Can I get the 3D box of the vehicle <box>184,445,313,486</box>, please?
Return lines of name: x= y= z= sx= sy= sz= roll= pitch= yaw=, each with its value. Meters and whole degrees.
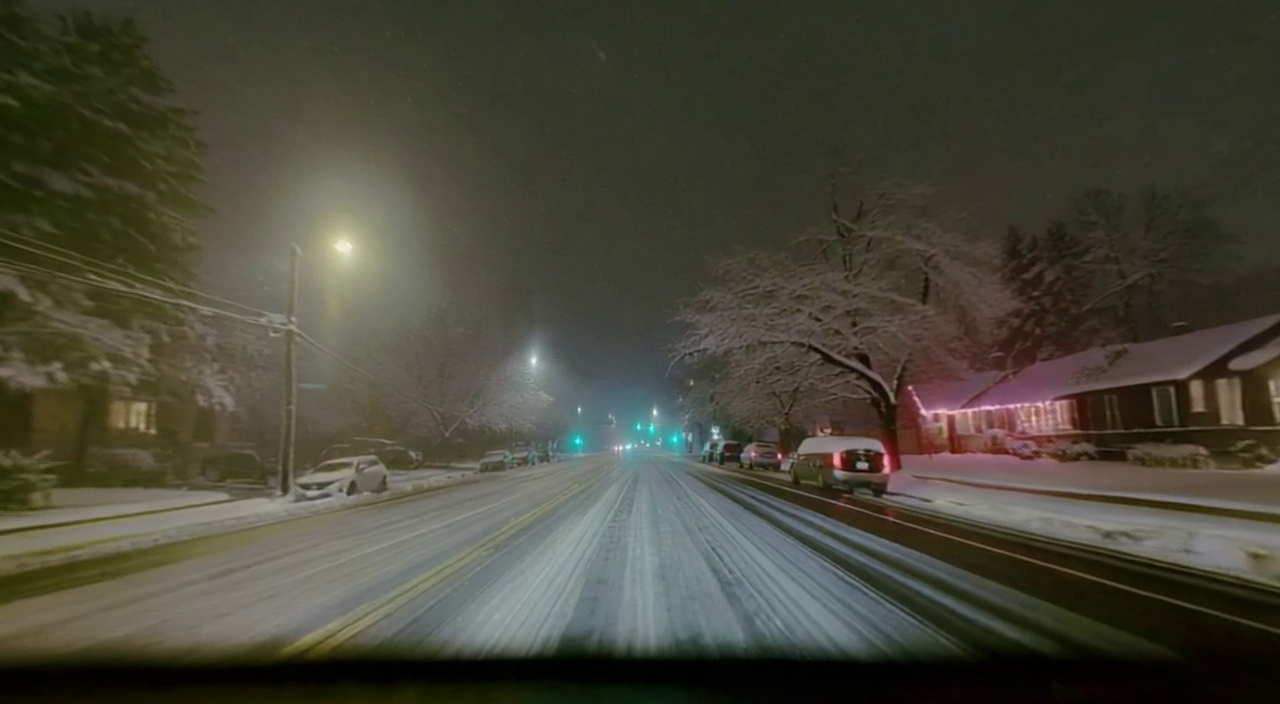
vehicle: x=-18.508 y=5.378 z=30.017 sx=4.699 sy=1.853 sz=2.095 roll=-1 pitch=-8 yaw=2

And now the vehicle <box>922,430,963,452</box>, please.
vehicle: x=22.218 y=6.568 z=46.527 sx=1.859 sy=1.480 sz=4.723 roll=-3 pitch=-8 yaw=15

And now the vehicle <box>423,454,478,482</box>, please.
vehicle: x=-10.758 y=6.594 z=36.131 sx=1.838 sy=1.450 sz=4.317 roll=0 pitch=-8 yaw=0

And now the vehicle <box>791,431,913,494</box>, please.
vehicle: x=7.414 y=3.926 z=22.986 sx=2.224 sy=1.956 sz=6.057 roll=0 pitch=-8 yaw=-1

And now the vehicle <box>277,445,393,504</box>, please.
vehicle: x=-10.723 y=4.319 z=22.626 sx=1.996 sy=1.781 sz=4.139 roll=-3 pitch=-9 yaw=2

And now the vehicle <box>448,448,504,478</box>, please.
vehicle: x=-10.664 y=7.215 z=41.468 sx=2.050 sy=1.769 sz=5.585 roll=-1 pitch=-9 yaw=1

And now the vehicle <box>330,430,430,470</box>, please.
vehicle: x=-20.466 y=7.756 z=50.000 sx=6.604 sy=3.012 sz=2.656 roll=0 pitch=-9 yaw=1

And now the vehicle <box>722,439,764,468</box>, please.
vehicle: x=7.362 y=7.329 z=45.760 sx=2.103 sy=1.912 sz=4.892 roll=0 pitch=-9 yaw=-1
